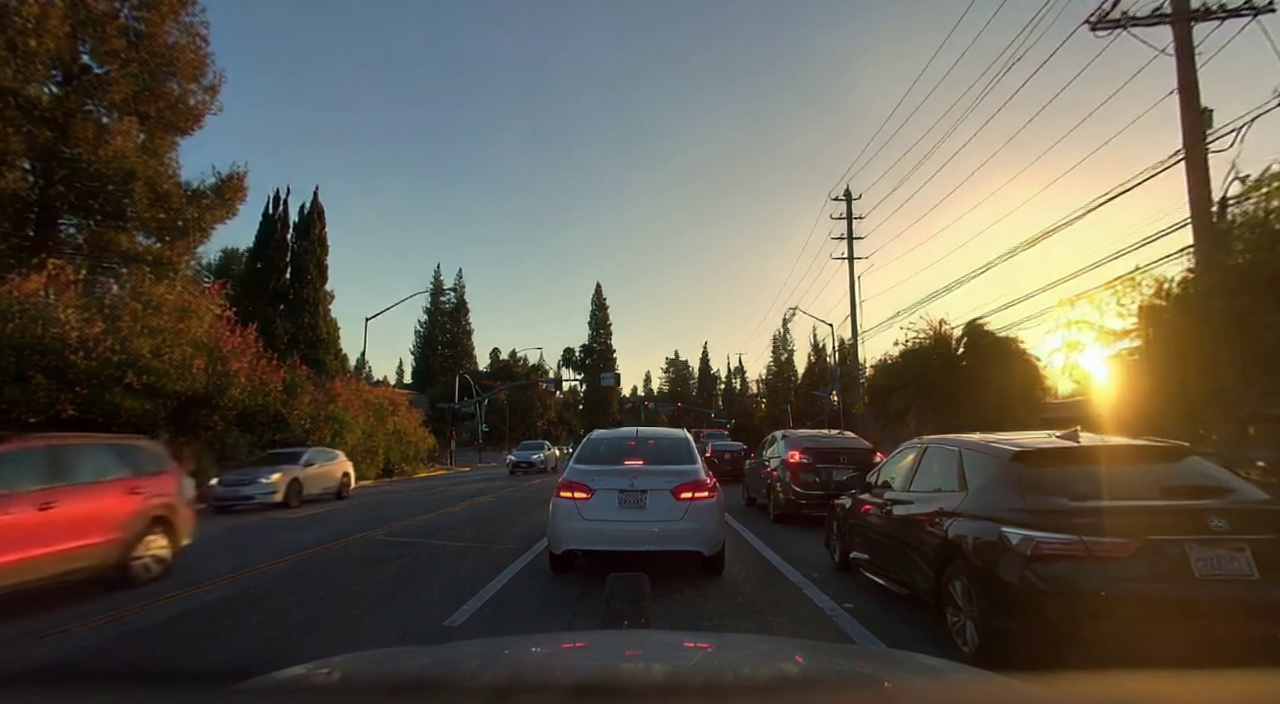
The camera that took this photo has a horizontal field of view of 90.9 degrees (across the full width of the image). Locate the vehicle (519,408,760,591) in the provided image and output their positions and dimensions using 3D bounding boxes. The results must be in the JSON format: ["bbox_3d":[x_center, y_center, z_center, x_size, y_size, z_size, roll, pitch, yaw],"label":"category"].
[{"bbox_3d":[0.009,1.661,7.910,2.200,1.653,4.127,0,-8,1],"label":"vehicle"}]

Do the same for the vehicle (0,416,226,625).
[{"bbox_3d":[-6.397,1.470,5.695,2.225,1.713,4.514,0,-8,0],"label":"vehicle"}]

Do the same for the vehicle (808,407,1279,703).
[{"bbox_3d":[2.893,1.313,4.990,1.950,1.487,4.275,0,-8,0],"label":"vehicle"}]

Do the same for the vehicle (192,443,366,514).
[{"bbox_3d":[-9.982,3.478,17.995,2.003,1.705,4.747,-1,-9,2],"label":"vehicle"}]
